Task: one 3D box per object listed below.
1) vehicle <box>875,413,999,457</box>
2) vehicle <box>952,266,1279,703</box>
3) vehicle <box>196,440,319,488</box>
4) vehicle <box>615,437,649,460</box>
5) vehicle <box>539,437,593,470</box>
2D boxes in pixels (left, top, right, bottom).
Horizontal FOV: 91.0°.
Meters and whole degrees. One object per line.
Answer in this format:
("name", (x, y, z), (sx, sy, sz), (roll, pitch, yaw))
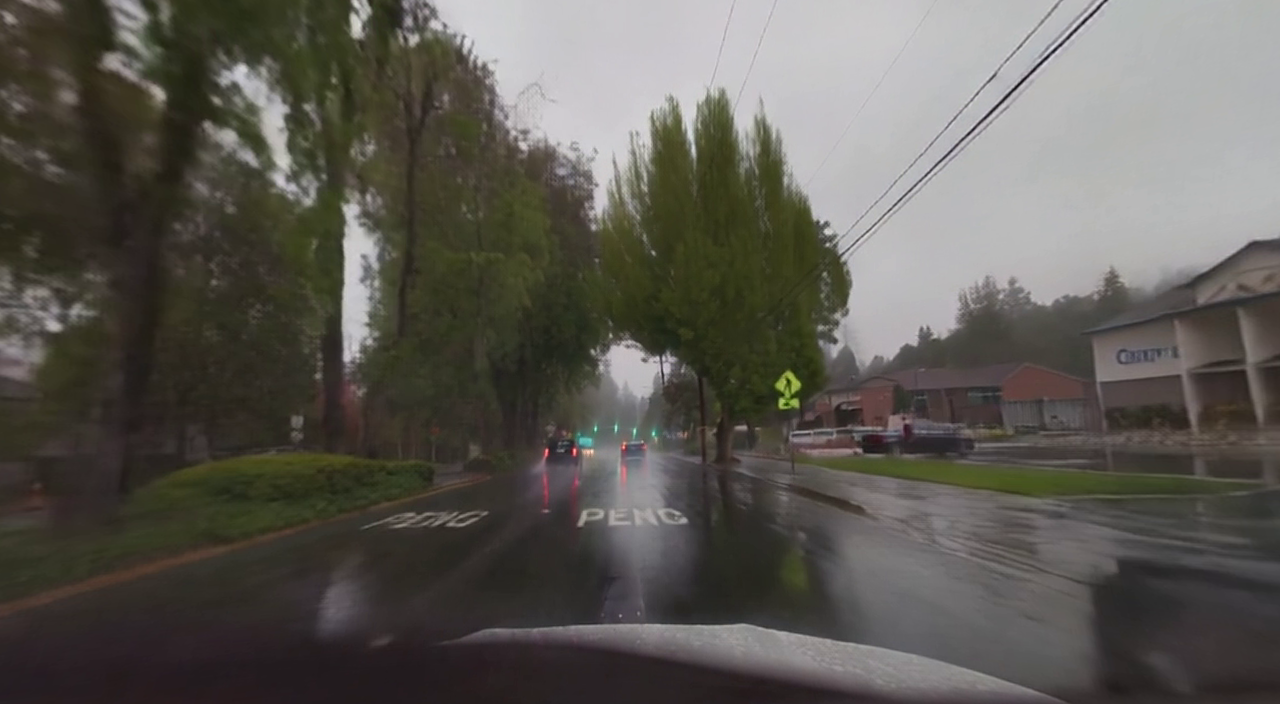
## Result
("vehicle", (12.569, 3.509, 26.731), (4.442, 1.752, 2.008), (2, -8, -16))
("vehicle", (3.168, 0.562, 1.237), (2.188, 1.887, 5.532), (0, -8, -1))
("vehicle", (-15.730, 4.602, 26.272), (2.074, 1.769, 4.704), (0, -8, 1))
("vehicle", (-0.525, 6.418, 41.922), (2.187, 1.478, 4.138), (0, -8, -1))
("vehicle", (-3.472, 4.877, 30.491), (2.083, 1.460, 4.527), (0, -8, 0))
